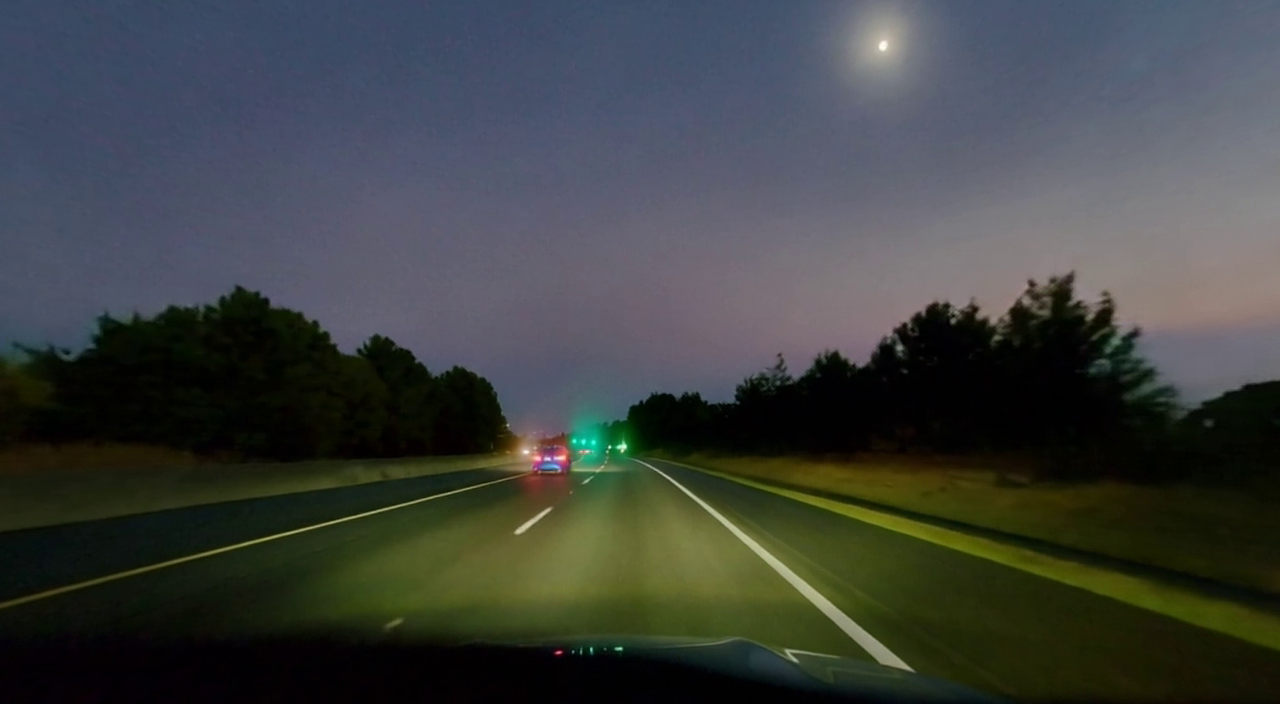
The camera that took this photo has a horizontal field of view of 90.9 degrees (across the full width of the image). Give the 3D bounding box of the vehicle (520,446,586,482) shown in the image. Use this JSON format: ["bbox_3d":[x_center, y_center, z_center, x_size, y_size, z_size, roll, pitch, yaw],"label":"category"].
[{"bbox_3d":[-3.646,4.823,27.303,2.126,1.411,4.433,0,-9,1],"label":"vehicle"}]
